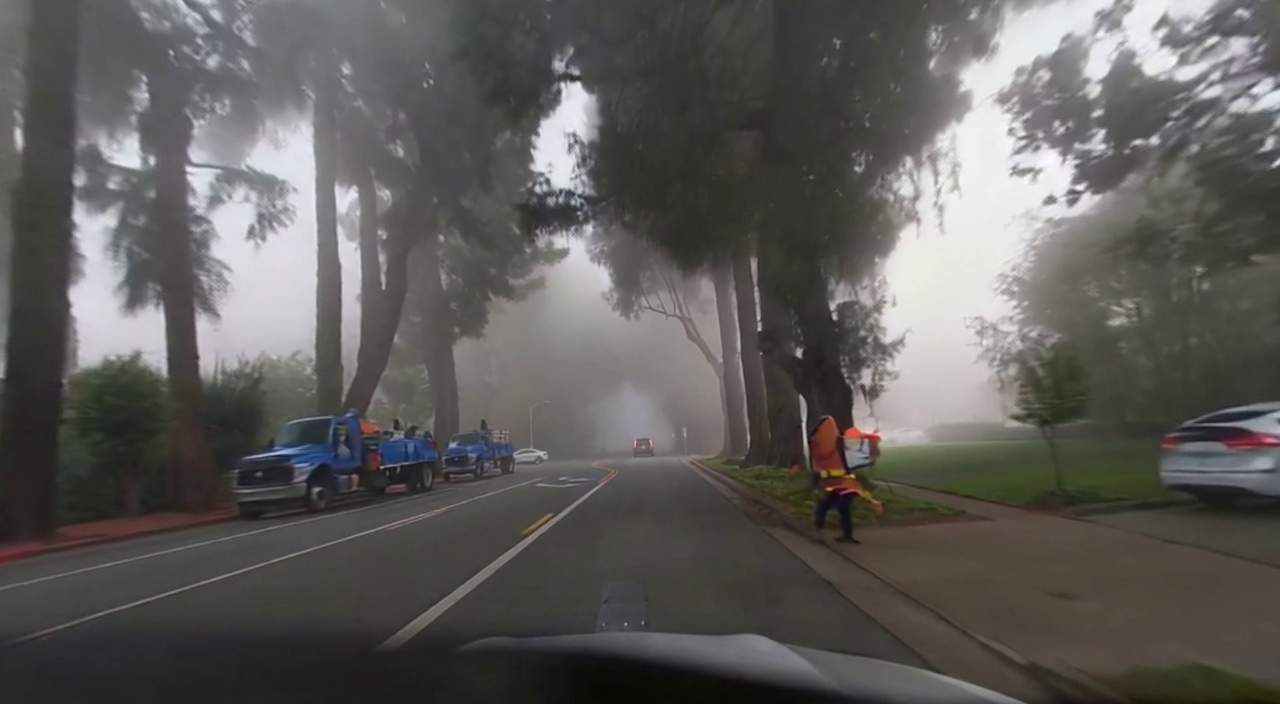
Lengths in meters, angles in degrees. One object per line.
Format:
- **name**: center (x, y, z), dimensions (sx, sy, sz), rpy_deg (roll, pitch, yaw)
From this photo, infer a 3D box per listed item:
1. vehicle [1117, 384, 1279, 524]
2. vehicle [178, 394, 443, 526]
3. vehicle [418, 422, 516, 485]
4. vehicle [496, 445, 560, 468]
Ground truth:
- **vehicle**: center (8.715, 1.133, 7.296), dimensions (4.623, 1.420, 1.996), rpy_deg (-1, -8, 5)
- **vehicle**: center (-9.267, 3.206, 19.745), dimensions (2.970, 3.068, 9.784), rpy_deg (0, -8, 0)
- **vehicle**: center (-8.872, 5.283, 33.289), dimensions (2.816, 2.723, 7.506), rpy_deg (-4, -8, 1)
- **vehicle**: center (-8.669, 8.081, 48.957), dimensions (4.594, 1.696, 1.971), rpy_deg (0, -8, 0)
